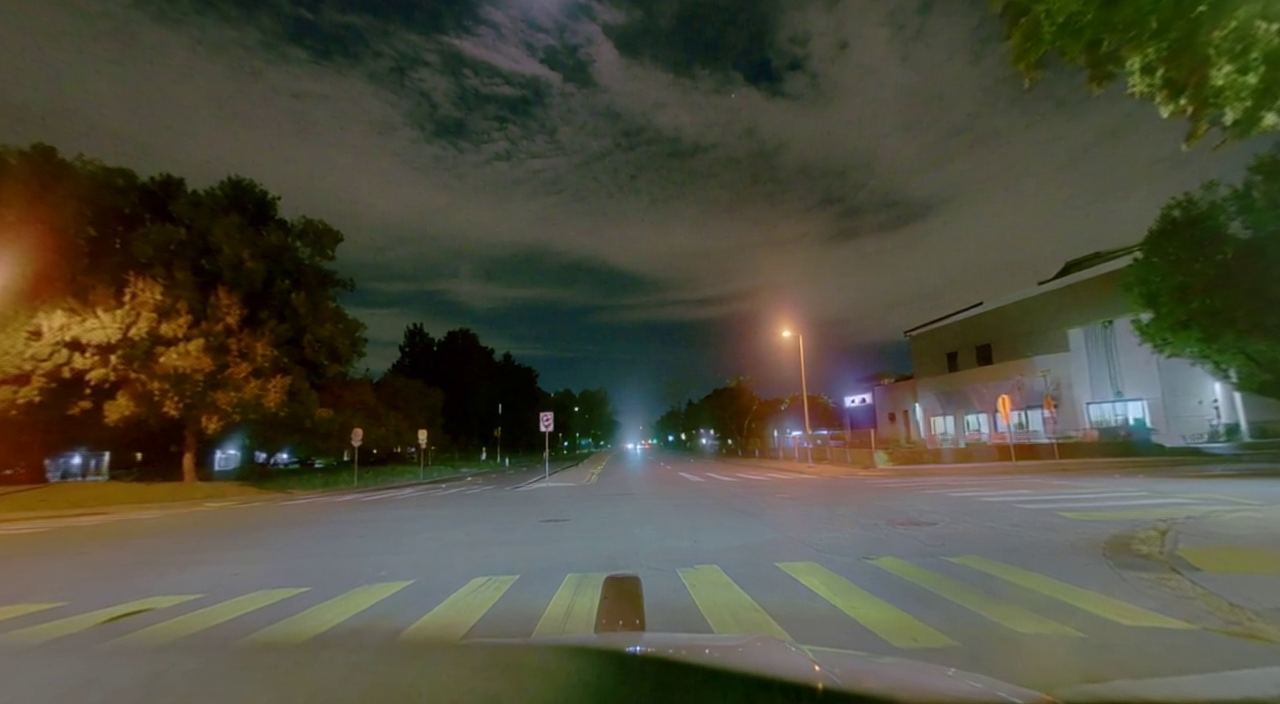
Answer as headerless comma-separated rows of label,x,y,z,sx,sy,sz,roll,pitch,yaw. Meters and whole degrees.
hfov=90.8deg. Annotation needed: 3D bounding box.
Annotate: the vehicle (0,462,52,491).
vehicle,-36.885,7.189,36.484,1.871,1.523,4.028,0,-9,1
